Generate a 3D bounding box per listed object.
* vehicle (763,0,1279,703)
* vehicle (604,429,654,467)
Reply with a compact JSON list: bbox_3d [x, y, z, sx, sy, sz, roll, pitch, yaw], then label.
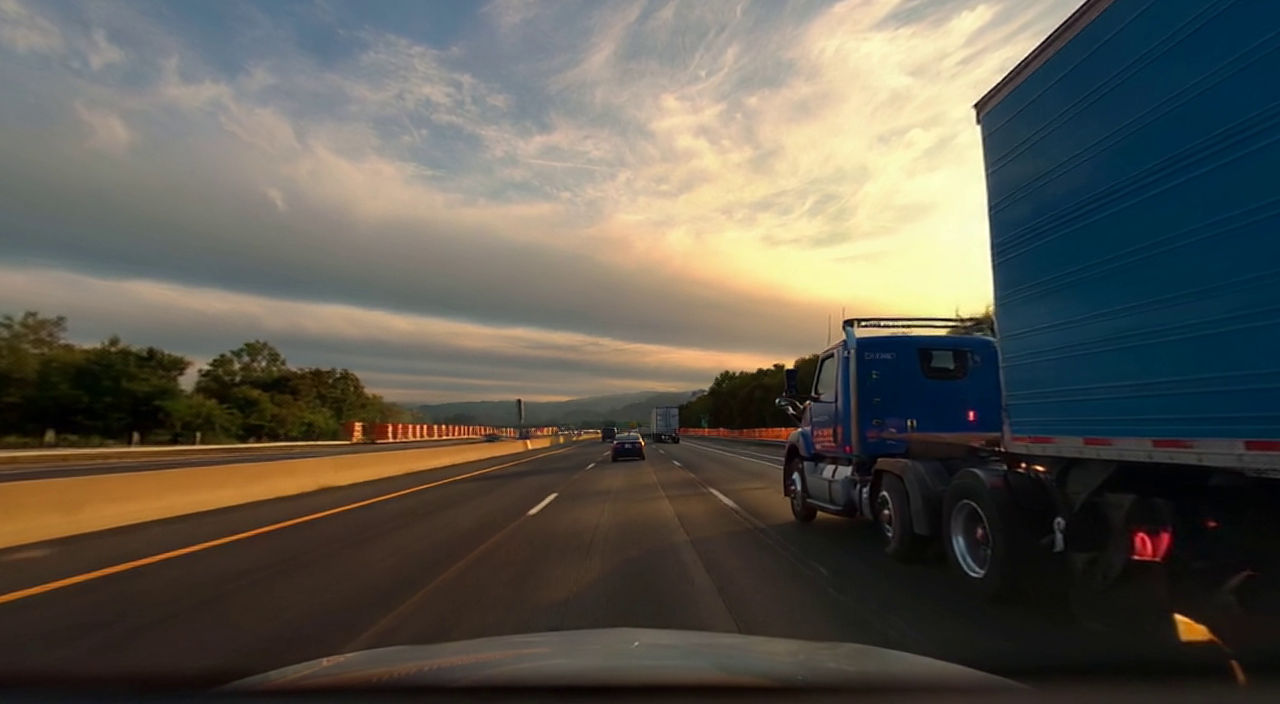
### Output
[{"bbox_3d":[3.494,0.094,4.152,2.919,3.634,10.888,0,-8,-1],"label":"vehicle"},{"bbox_3d":[-0.464,3.989,26.416,1.929,1.469,3.677,0,-8,-1],"label":"vehicle"}]
